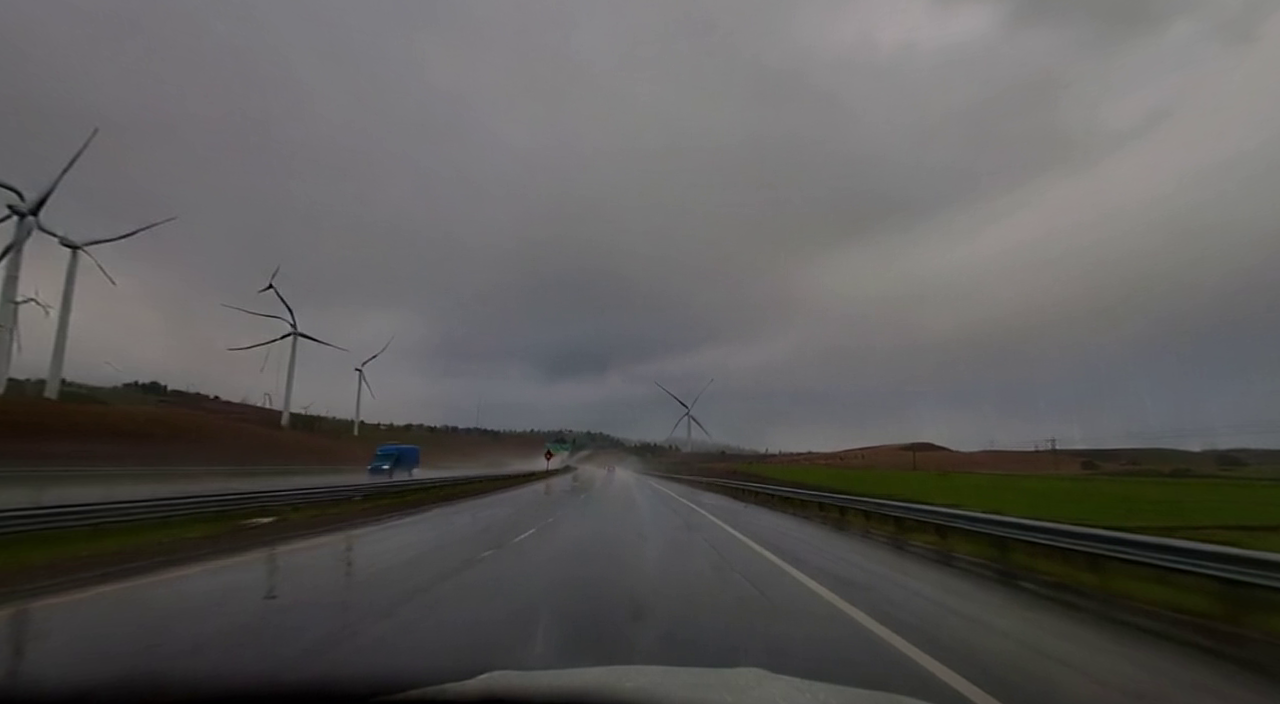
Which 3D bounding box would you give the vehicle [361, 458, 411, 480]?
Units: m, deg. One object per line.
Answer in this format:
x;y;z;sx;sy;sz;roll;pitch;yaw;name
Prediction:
-18.334;8.496;45.737;1.924;1.441;4.208;1;-10;-1;vehicle
